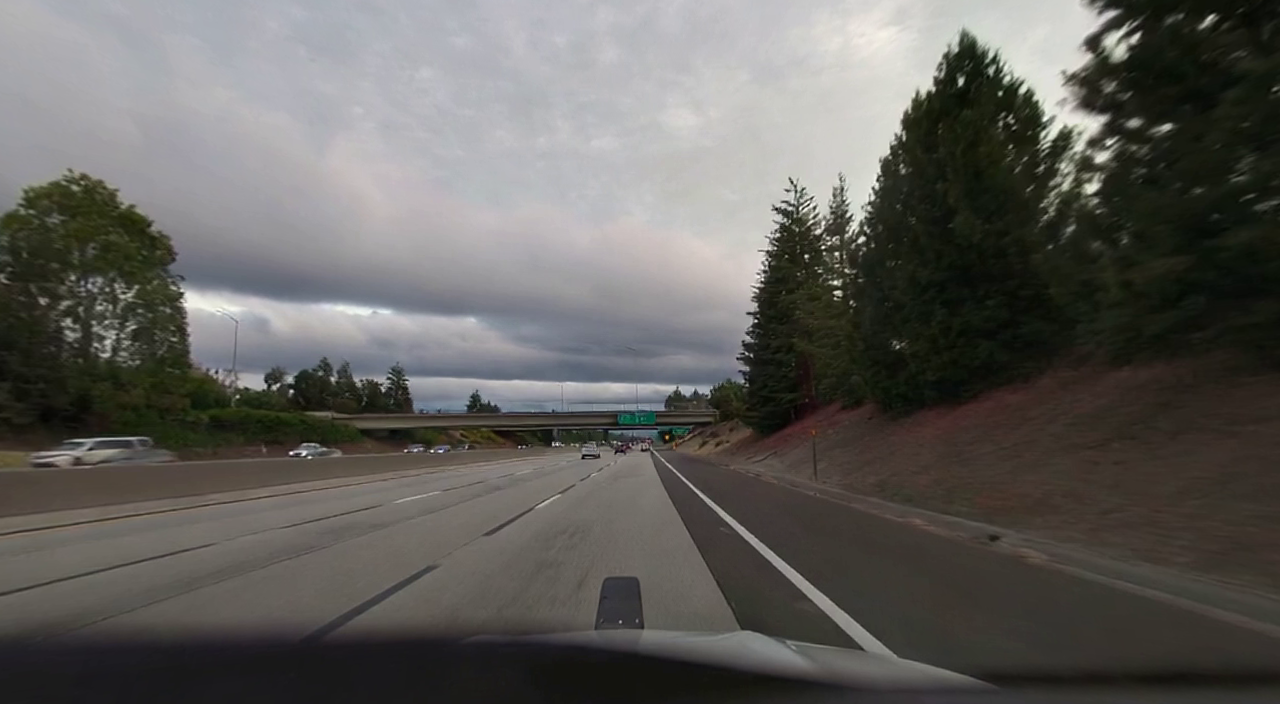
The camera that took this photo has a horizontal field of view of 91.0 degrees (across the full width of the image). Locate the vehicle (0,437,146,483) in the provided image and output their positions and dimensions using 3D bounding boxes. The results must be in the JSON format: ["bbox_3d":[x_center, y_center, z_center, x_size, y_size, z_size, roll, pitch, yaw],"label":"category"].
[{"bbox_3d":[-32.028,6.027,35.504,2.710,2.314,6.710,0,-9,2],"label":"vehicle"}]
